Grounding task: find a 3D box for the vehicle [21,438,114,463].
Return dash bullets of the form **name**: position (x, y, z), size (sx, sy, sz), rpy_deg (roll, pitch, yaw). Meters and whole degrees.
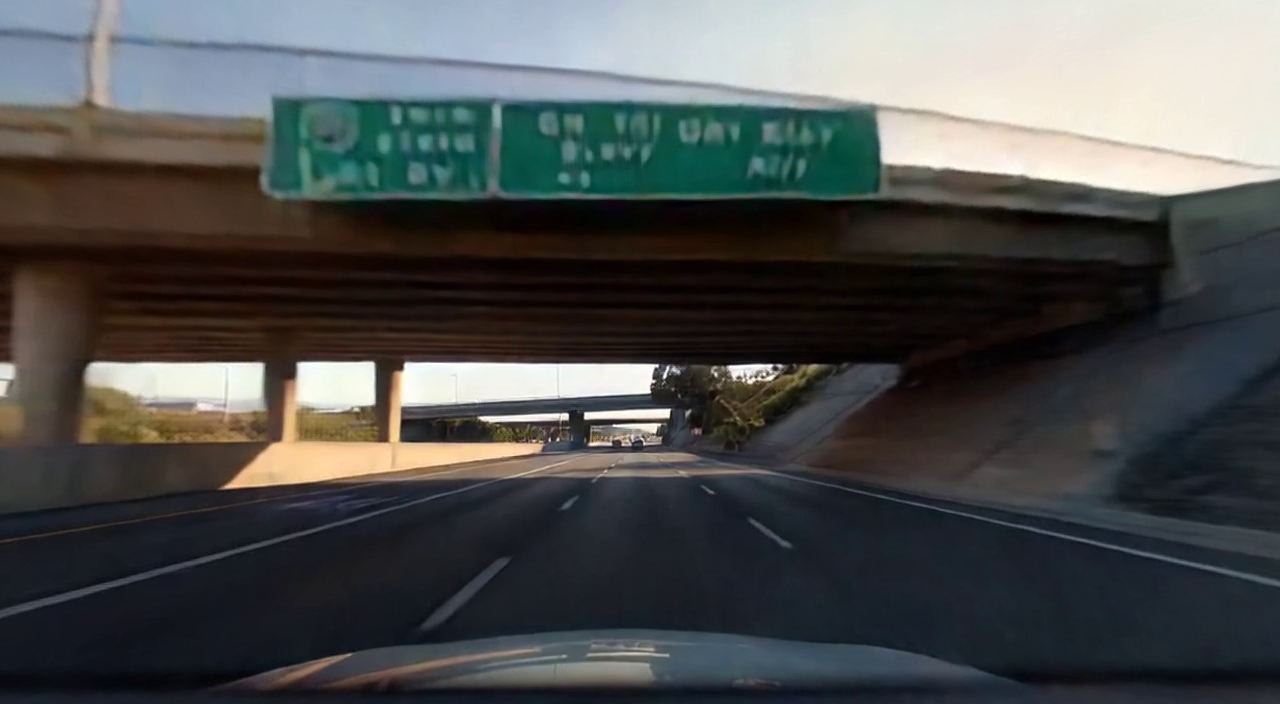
- **vehicle**: position (-39.675, 6.848, 43.699), size (4.217, 1.611, 1.993), rpy_deg (1, -9, -11)
